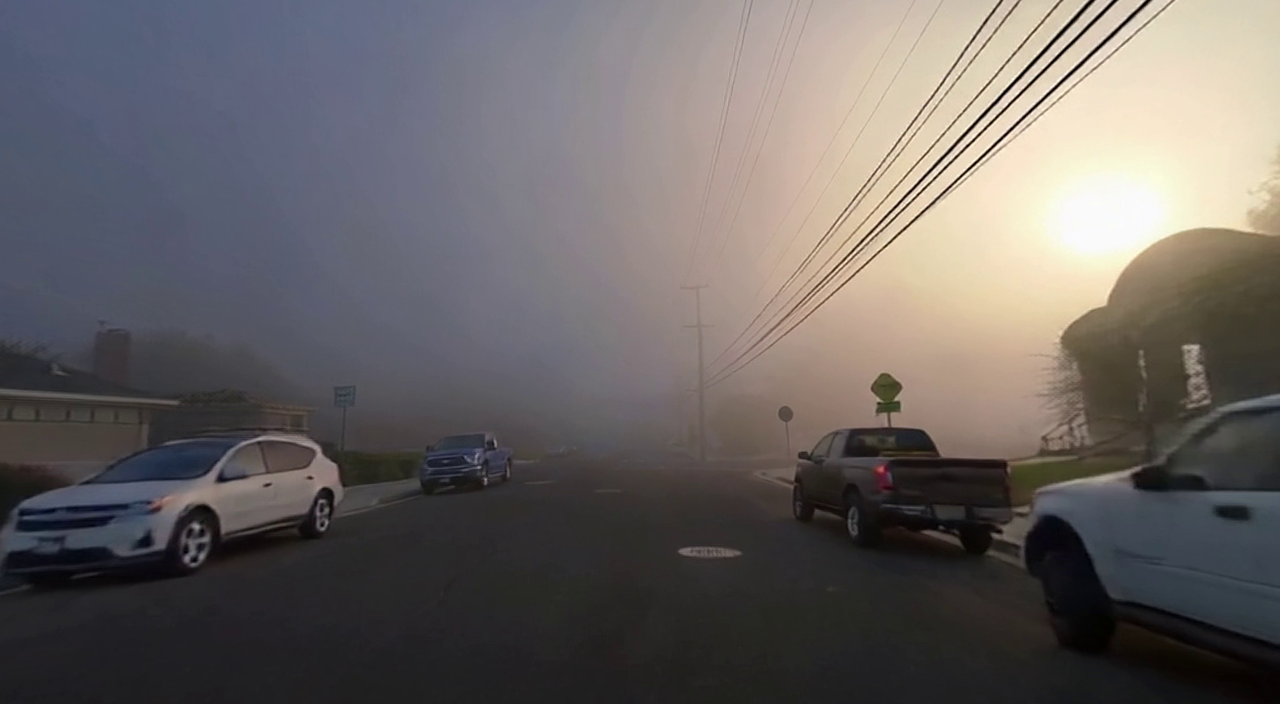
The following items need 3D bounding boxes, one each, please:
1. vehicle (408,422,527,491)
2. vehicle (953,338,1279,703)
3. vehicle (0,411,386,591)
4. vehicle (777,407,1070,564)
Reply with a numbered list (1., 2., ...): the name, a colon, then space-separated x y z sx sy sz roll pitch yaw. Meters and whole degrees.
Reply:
1. vehicle: -5.724 3.576 22.065 2.455 2.045 6.171 0 -8 -1
2. vehicle: 3.551 0.878 2.795 1.979 1.762 4.621 0 -8 1
3. vehicle: -5.709 1.830 8.773 2.226 1.768 4.780 0 -8 2
4. vehicle: 3.696 1.831 9.433 2.167 1.746 4.541 0 -8 -1
